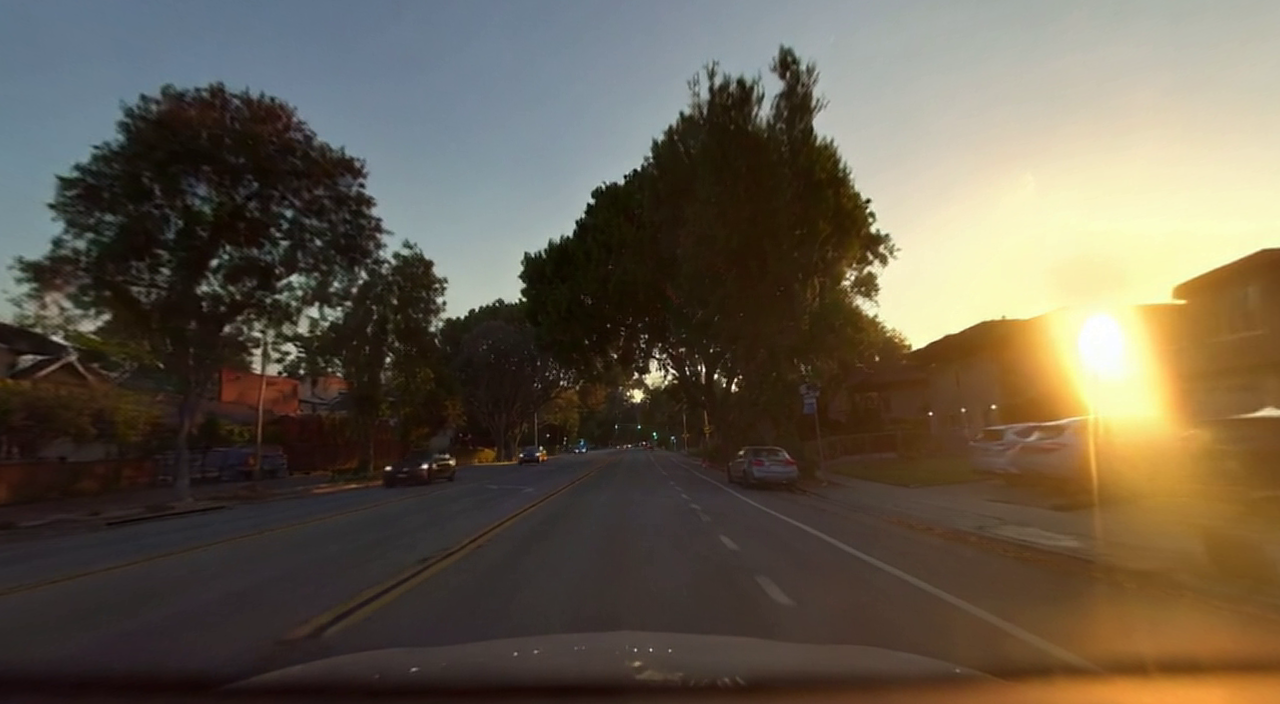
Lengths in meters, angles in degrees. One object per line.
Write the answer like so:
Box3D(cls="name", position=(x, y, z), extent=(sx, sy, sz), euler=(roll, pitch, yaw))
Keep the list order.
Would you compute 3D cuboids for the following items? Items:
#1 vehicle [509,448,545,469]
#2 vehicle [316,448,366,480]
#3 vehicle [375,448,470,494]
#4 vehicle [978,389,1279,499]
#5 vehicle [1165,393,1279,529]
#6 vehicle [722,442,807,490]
Box3D(cls="vehicle", position=(-8.687, 8.239, 48.970), extent=(1.920, 1.516, 4.311), euler=(0, -8, 1))
Box3D(cls="vehicle", position=(-18.831, 7.015, 40.068), extent=(2.141, 1.797, 5.403), euler=(3, -8, -18))
Box3D(cls="vehicle", position=(-8.286, 4.535, 24.564), extent=(2.005, 1.589, 4.648), euler=(0, -9, 0))
Box3D(cls="vehicle", position=(10.221, 1.953, 13.461), extent=(4.578, 2.084, 2.428), euler=(-1, -8, 2))
Box3D(cls="vehicle", position=(10.746, 1.282, 8.732), extent=(4.964, 1.739, 2.184), euler=(-5, -10, -4))
Box3D(cls="vehicle", position=(4.222, 3.935, 22.200), extent=(2.011, 1.458, 4.633), euler=(0, -8, 0))
